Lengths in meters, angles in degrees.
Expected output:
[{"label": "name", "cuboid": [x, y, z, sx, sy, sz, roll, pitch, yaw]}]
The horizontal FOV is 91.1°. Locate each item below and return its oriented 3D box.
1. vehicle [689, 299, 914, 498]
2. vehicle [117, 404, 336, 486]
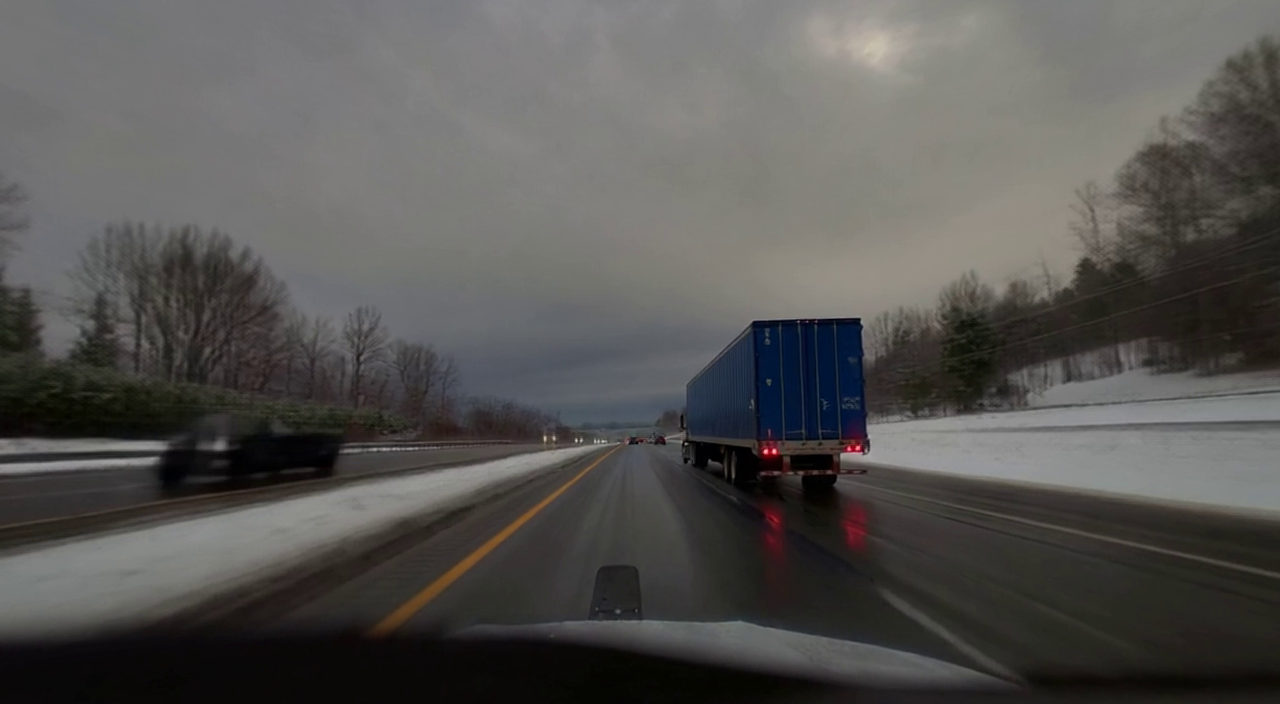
[{"label": "vehicle", "cuboid": [4.070, 2.121, 21.990, 3.203, 4.273, 17.131, 0, -8, -1]}, {"label": "vehicle", "cuboid": [-8.748, 2.026, 13.886, 1.918, 1.523, 4.278, 0, -8, 0]}]
